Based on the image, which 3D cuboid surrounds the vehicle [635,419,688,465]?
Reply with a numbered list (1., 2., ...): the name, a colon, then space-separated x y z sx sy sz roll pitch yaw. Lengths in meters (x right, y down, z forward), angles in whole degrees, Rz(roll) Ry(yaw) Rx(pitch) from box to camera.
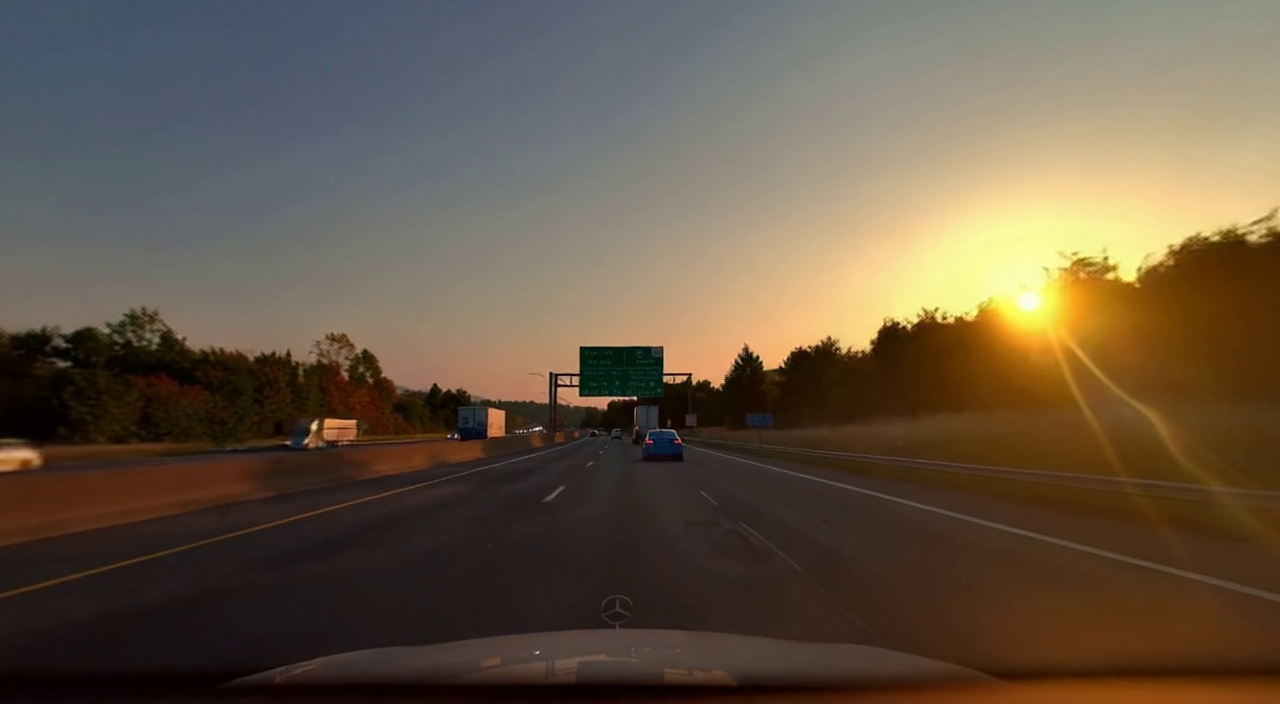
1. vehicle: 0.886 4.044 28.440 2.076 1.914 4.287 0 -8 -2
